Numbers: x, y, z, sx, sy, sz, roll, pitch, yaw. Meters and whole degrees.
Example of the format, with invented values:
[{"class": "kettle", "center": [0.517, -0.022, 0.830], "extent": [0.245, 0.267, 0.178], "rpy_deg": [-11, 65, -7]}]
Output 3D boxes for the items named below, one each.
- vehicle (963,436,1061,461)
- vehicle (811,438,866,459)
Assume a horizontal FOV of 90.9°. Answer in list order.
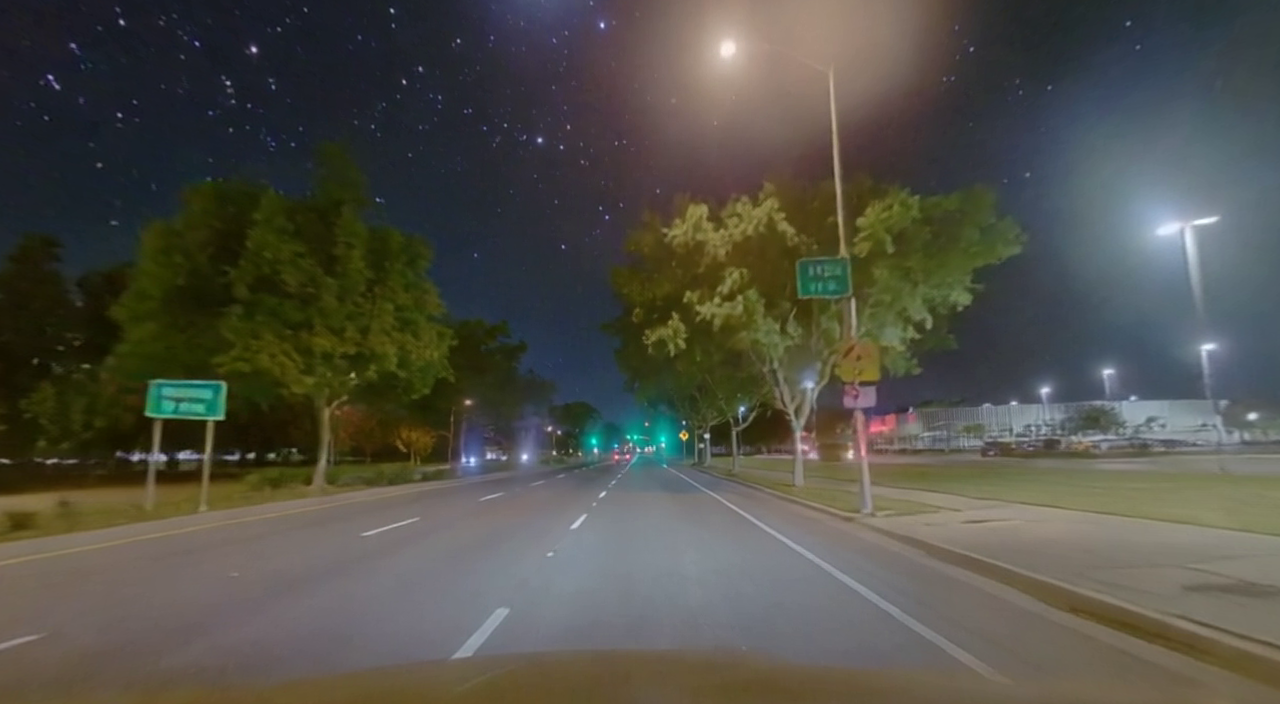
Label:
[{"class": "vehicle", "center": [27.706, 7.195, 47.184], "extent": [2.196, 1.745, 5.838], "rpy_deg": [5, -10, -33]}, {"class": "vehicle", "center": [14.823, 7.234, 47.278], "extent": [3.641, 1.408, 1.584], "rpy_deg": [-3, -9, 7]}]
